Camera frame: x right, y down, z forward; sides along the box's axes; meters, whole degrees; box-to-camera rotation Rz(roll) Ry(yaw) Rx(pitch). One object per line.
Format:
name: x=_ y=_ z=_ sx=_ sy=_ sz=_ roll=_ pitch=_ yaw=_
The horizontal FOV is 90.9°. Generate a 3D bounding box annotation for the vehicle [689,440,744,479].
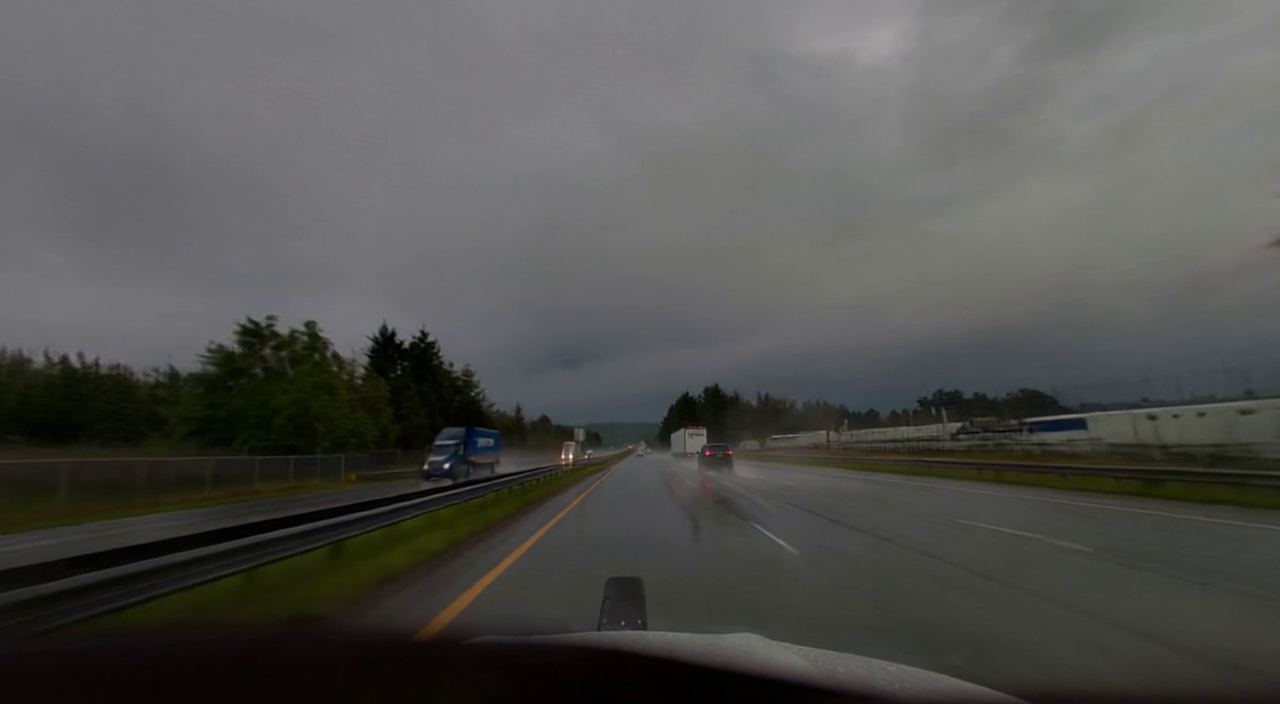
vehicle: x=3.696 y=5.290 z=31.210 sx=2.093 sy=1.742 sz=4.167 roll=0 pitch=-9 yaw=-1
